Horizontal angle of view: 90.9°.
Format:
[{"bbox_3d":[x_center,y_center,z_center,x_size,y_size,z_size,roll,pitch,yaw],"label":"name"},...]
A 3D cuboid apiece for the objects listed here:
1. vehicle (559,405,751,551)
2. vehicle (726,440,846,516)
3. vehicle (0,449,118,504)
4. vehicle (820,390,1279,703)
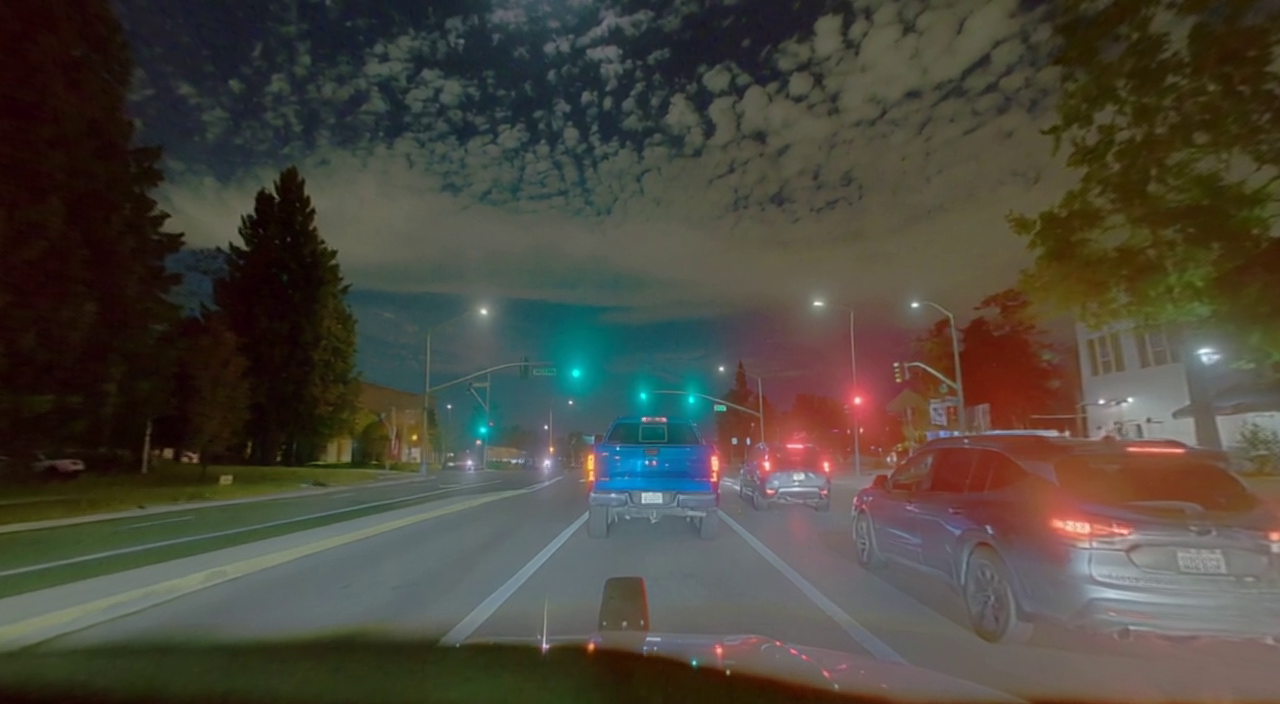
[{"bbox_3d":[0.217,2.153,11.519,2.636,2.011,5.425,0,-8,0],"label":"vehicle"},{"bbox_3d":[3.474,3.070,15.932,1.957,1.646,4.355,0,-8,0],"label":"vehicle"},{"bbox_3d":[-21.733,4.384,22.703,2.062,1.764,4.508,0,-8,-2],"label":"vehicle"},{"bbox_3d":[3.318,1.367,5.106,2.155,1.667,5.162,0,-8,0],"label":"vehicle"}]
